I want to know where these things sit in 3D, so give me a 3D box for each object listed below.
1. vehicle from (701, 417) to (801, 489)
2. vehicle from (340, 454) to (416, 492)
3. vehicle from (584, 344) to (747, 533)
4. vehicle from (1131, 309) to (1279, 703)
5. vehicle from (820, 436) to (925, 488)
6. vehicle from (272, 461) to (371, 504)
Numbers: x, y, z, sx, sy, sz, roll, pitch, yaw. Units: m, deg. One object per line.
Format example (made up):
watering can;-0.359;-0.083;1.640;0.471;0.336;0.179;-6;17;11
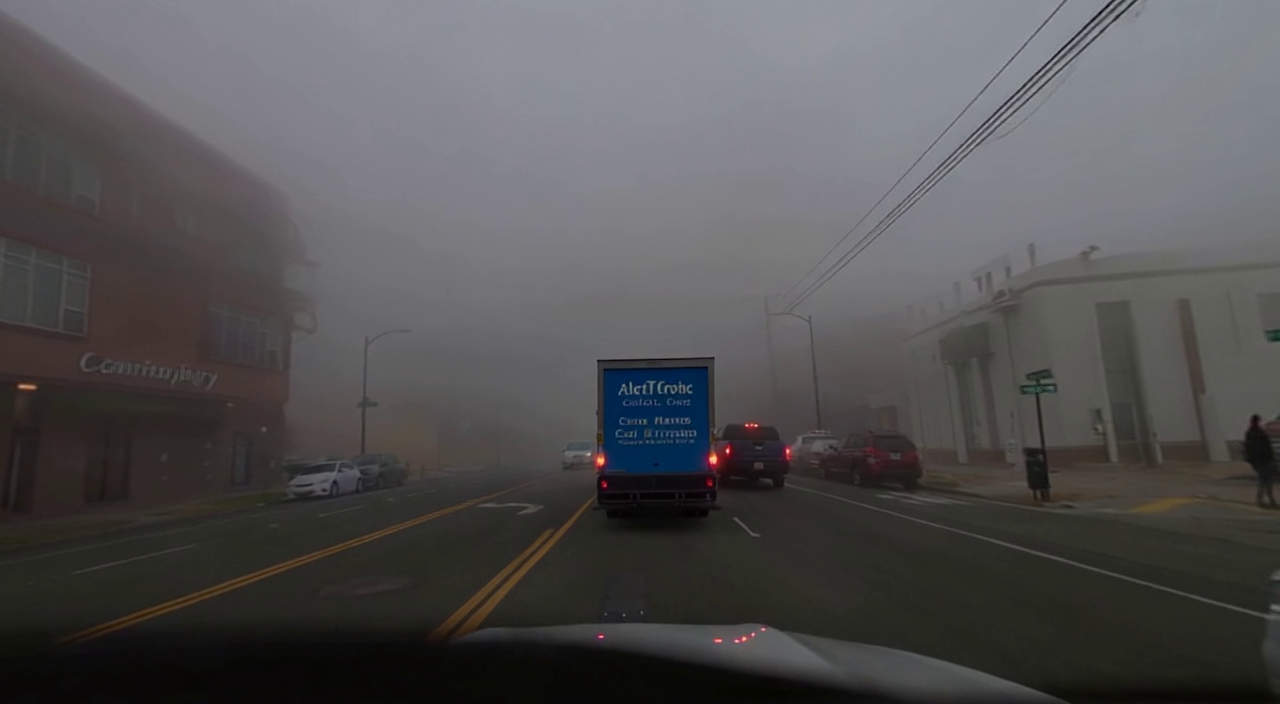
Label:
vehicle;3.455;3.289;20.741;2.346;2.062;5.236;0;-8;0
vehicle;-13.193;6.071;31.873;1.943;1.682;4.365;0;-8;0
vehicle;0.284;1.773;12.920;2.517;2.926;6.177;0;-8;-2
vehicle;3.426;0.495;0.706;2.104;1.786;4.498;0;-8;1
vehicle;7.682;3.655;21.224;1.951;1.548;4.290;0;-8;1
vehicle;-13.342;5.478;26.655;1.901;1.508;4.405;0;-8;0
